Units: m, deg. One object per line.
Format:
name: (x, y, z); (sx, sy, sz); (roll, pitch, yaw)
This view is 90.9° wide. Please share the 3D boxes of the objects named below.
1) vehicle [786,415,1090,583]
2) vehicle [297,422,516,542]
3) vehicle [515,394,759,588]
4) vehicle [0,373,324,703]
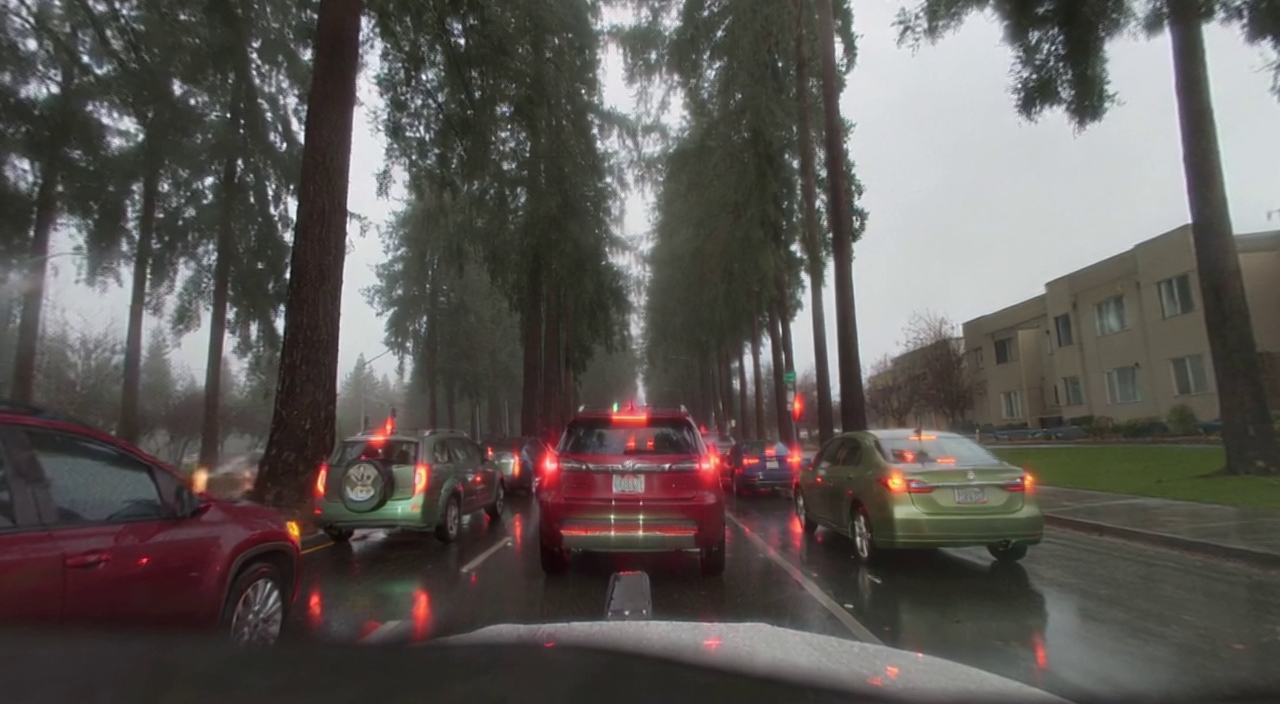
vehicle: (3.261, 1.666, 7.865); (1.922, 1.579, 3.642); (0, -8, -1)
vehicle: (-3.656, 2.116, 10.918); (2.042, 1.641, 4.314); (0, -8, 1)
vehicle: (-0.011, 1.551, 7.781); (2.193, 1.744, 4.033); (0, -8, 0)
vehicle: (-3.781, 0.996, 3.304); (1.929, 1.641, 4.193); (0, -8, 2)
